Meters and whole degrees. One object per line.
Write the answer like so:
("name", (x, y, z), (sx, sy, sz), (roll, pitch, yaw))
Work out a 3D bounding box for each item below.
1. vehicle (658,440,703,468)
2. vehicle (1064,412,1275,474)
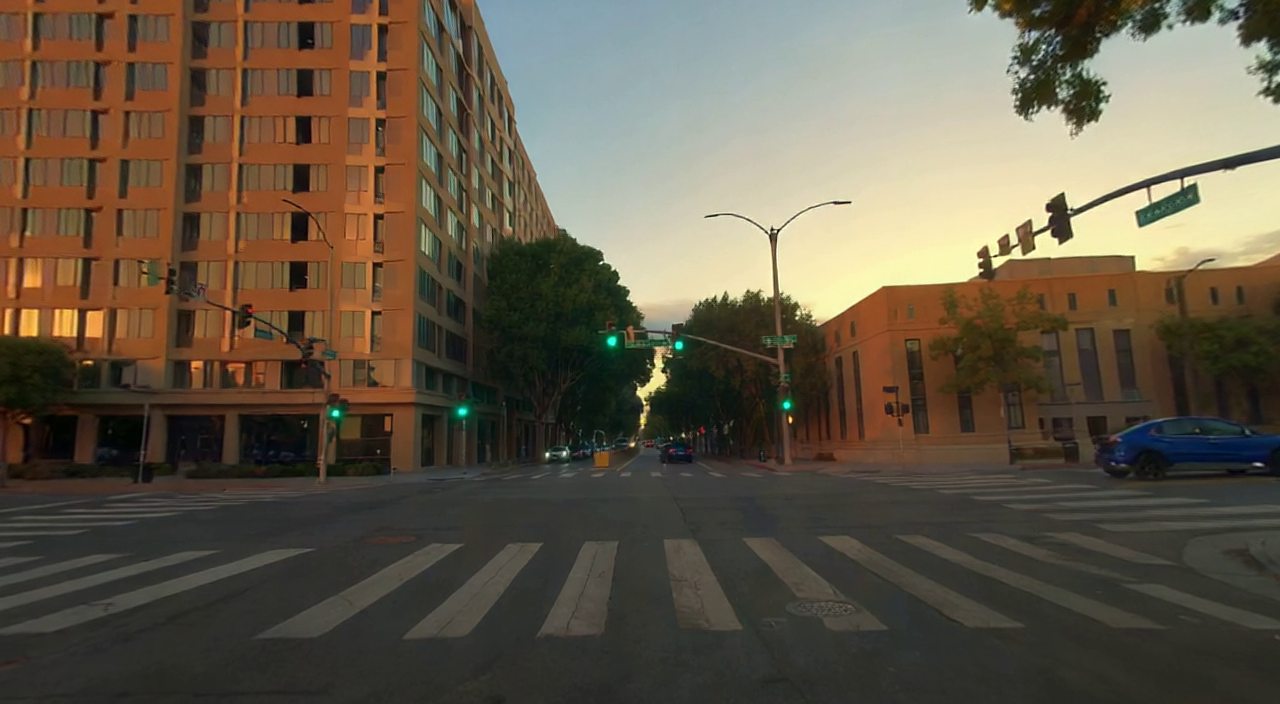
("vehicle", (2.255, 5.871, 36.394), (2.039, 1.470, 4.355), (0, -8, -4))
("vehicle", (16.918, 2.938, 20.397), (4.802, 1.860, 2.146), (0, -8, 0))
